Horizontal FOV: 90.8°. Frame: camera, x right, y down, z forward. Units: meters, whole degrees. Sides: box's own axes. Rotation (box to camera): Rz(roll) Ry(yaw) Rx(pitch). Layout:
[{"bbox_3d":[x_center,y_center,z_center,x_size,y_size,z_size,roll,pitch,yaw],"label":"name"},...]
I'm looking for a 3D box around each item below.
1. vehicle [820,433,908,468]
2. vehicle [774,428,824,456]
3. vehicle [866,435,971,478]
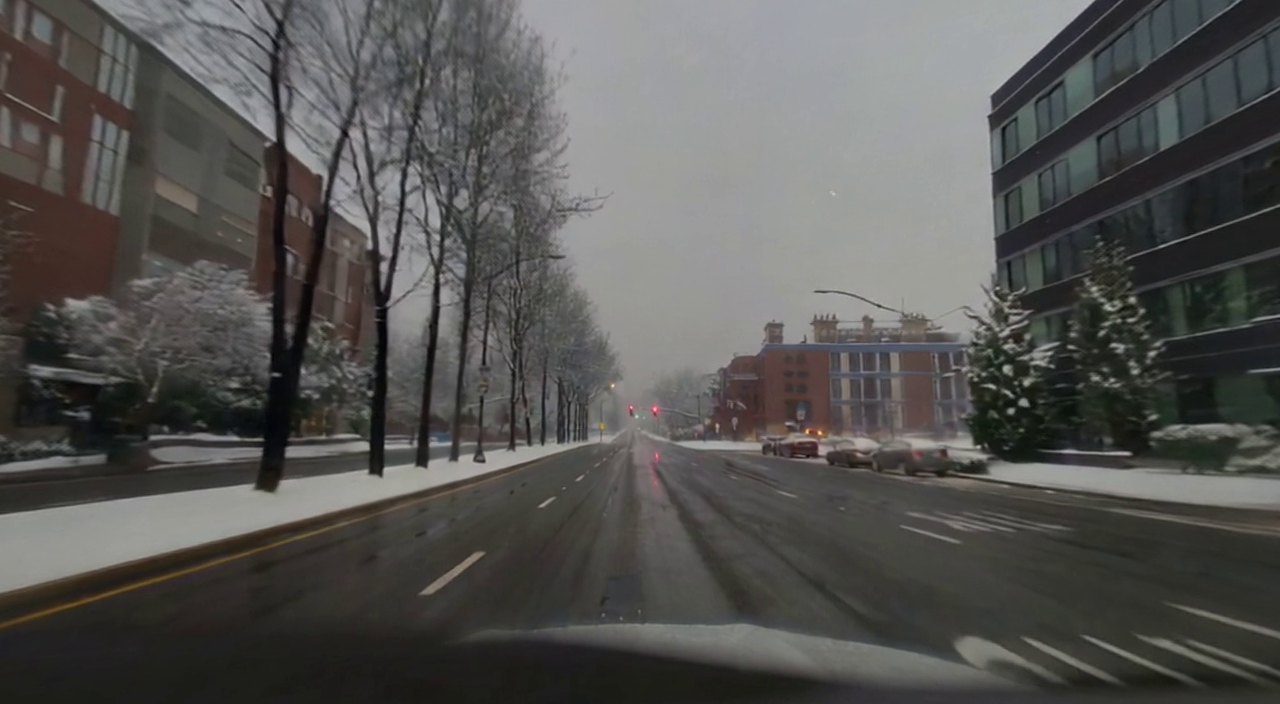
[{"bbox_3d":[10.618,4.739,30.419,1.977,1.519,4.953,1,-9,-6],"label":"vehicle"},{"bbox_3d":[10.434,5.981,41.815,1.947,1.716,4.861,0,-8,-1],"label":"vehicle"},{"bbox_3d":[10.674,4.047,24.641,1.927,1.489,4.532,0,-8,-1],"label":"vehicle"}]
